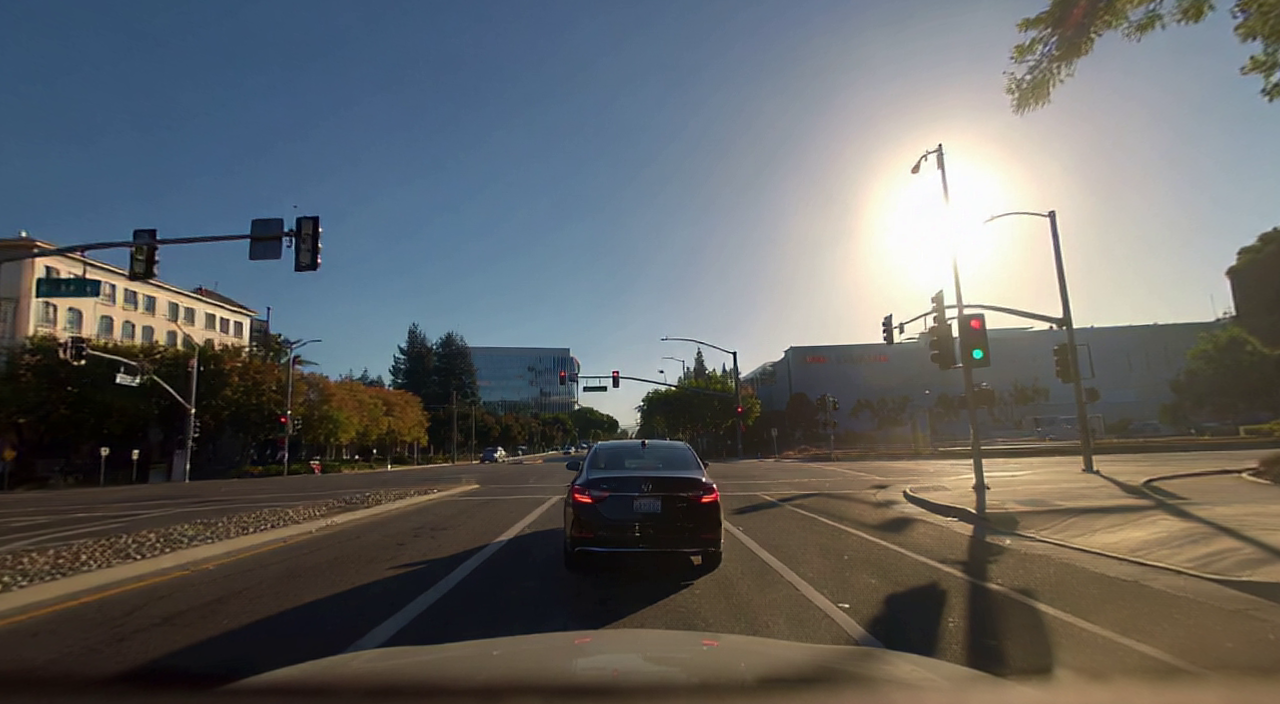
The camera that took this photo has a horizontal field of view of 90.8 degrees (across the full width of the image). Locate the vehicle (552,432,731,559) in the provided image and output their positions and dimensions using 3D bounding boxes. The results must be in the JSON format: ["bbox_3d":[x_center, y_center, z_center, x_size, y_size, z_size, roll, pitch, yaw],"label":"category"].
[{"bbox_3d":[-0.018,1.997,9.505,2.107,1.470,3.974,0,-9,-1],"label":"vehicle"}]
